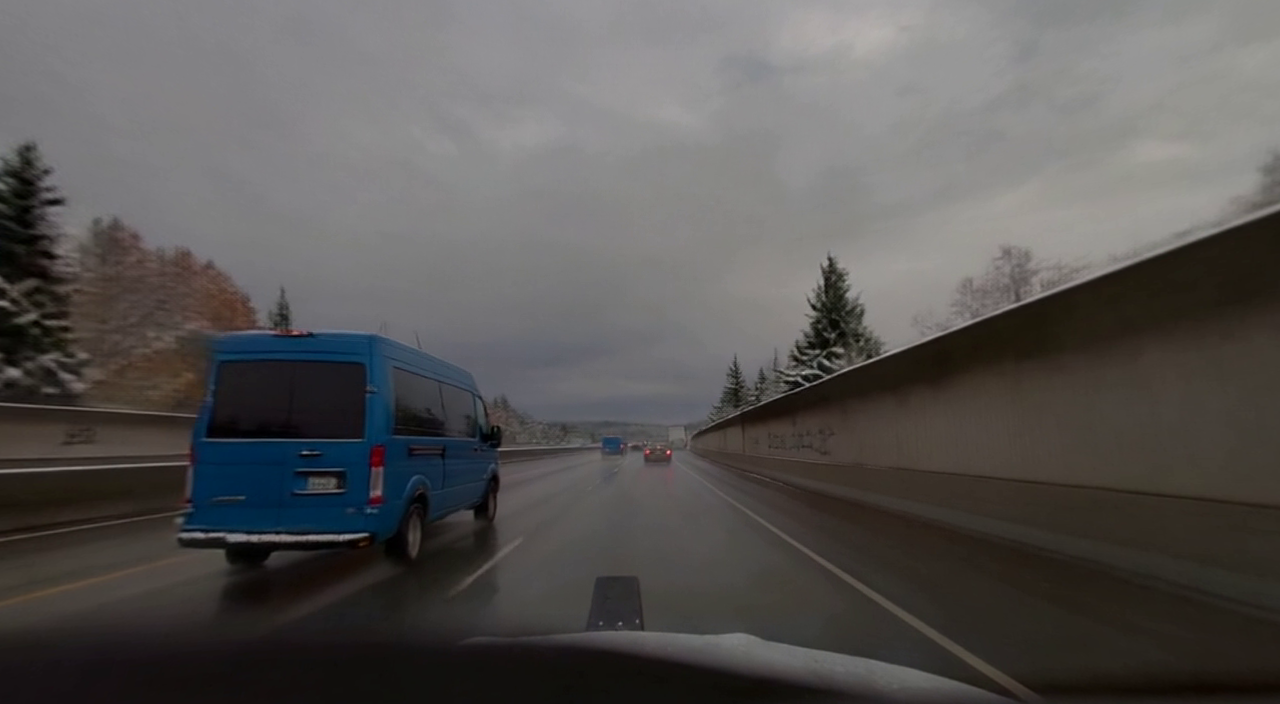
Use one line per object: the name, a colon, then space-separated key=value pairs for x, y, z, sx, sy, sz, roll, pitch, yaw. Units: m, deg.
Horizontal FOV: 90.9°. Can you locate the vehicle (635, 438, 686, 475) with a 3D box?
vehicle: x=0.864 y=4.513 z=27.424 sx=2.071 sy=1.487 sz=3.948 roll=0 pitch=-8 yaw=1

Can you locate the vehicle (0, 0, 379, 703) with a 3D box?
vehicle: x=-3.471 y=0.159 z=2.867 sx=2.334 sy=2.769 sz=5.087 roll=0 pitch=-8 yaw=-1
